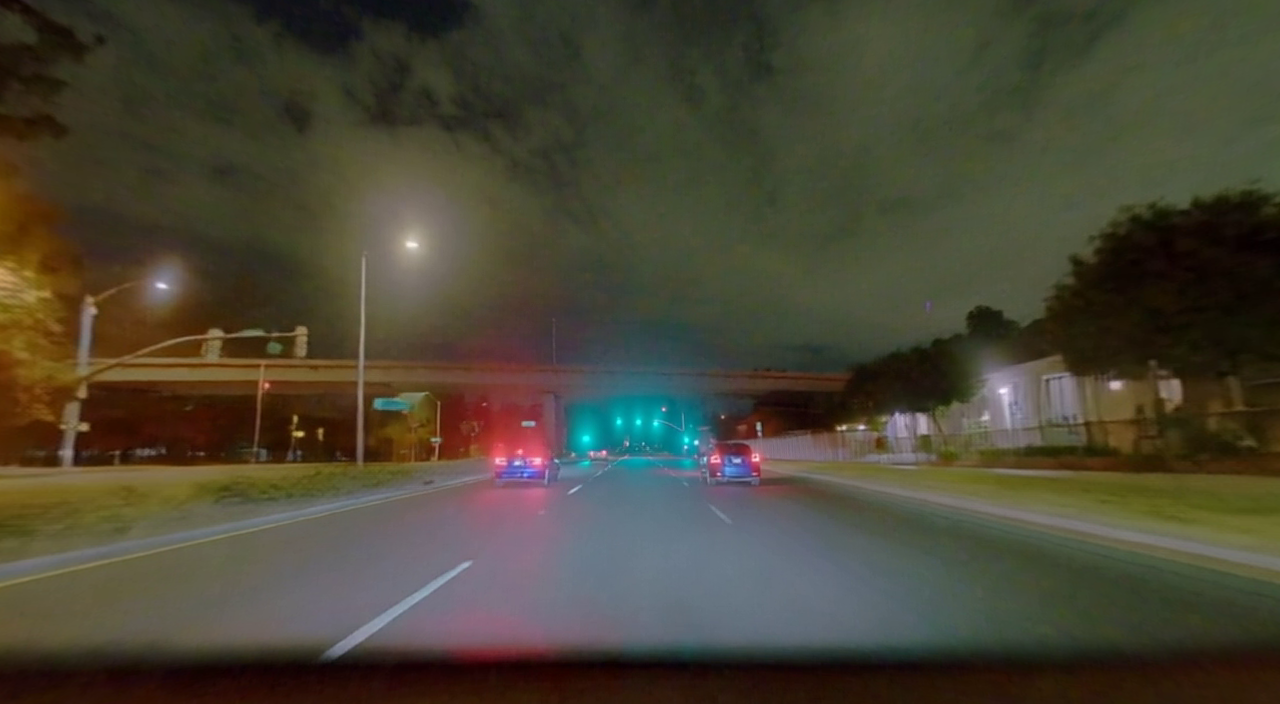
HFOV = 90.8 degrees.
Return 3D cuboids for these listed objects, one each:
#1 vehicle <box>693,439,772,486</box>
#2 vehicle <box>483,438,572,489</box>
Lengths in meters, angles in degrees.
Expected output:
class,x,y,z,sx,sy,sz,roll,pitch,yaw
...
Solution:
class,x,y,z,sx,sy,sz,roll,pitch,yaw
vehicle,3.157,3.848,22.424,2.068,1.497,4.247,0,-8,-1
vehicle,-3.589,3.638,21.003,2.060,1.484,4.417,0,-8,1
